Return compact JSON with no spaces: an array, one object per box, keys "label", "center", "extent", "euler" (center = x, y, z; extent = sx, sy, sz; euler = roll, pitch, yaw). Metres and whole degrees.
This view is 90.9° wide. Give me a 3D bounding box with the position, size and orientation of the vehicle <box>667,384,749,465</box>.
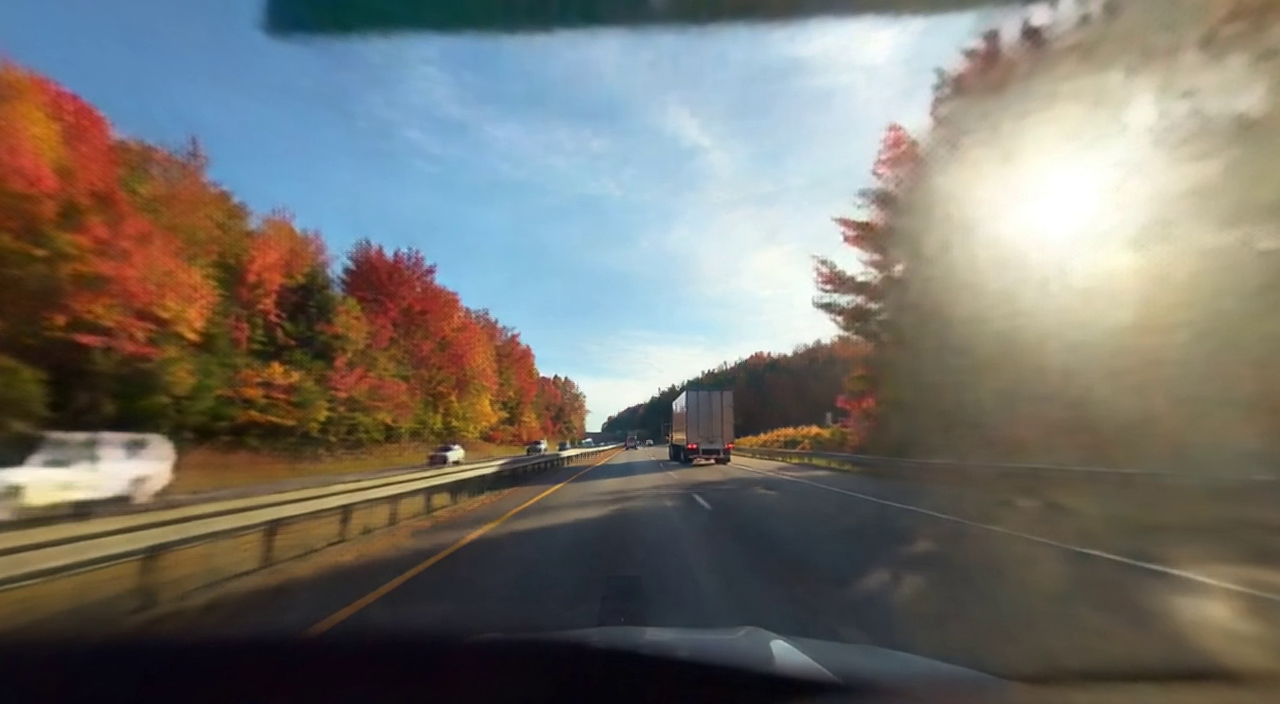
[{"label":"vehicle","center":[3.751,4.753,39.407],"extent":[3.357,4.101,14.659],"euler":[0,-8,-1]}]
